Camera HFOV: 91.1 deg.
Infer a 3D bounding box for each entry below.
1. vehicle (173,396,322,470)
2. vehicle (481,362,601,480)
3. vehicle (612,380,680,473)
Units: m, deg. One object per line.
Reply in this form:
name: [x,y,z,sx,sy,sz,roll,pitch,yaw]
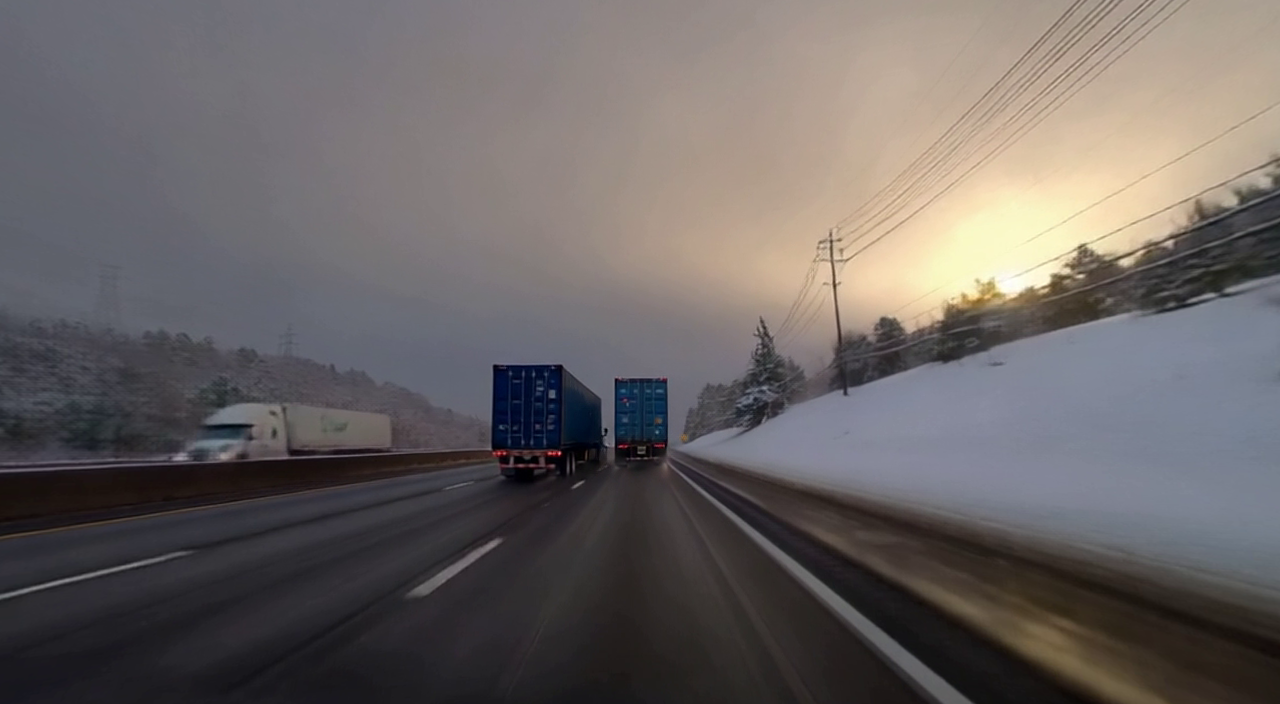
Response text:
vehicle: [-21.734,4.640,35.542,3.000,3.656,8.290,0,-8,0]
vehicle: [-3.872,3.361,28.698,3.065,4.105,13.706,0,-8,1]
vehicle: [0.166,4.145,33.913,3.006,4.120,11.586,0,-8,-1]
